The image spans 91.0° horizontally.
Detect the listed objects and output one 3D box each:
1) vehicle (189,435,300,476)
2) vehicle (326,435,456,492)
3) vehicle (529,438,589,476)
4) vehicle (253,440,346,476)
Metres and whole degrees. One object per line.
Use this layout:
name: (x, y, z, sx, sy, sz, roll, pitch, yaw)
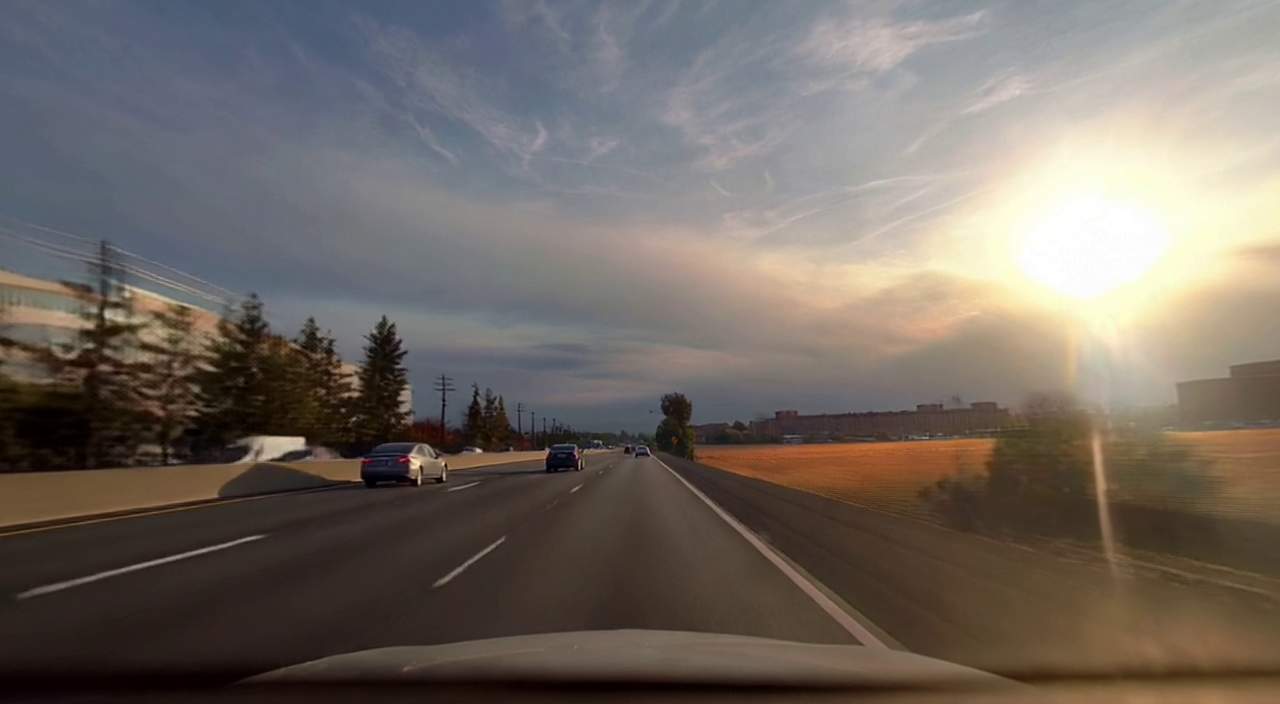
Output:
vehicle: (-23.127, 6.074, 37.259, 2.351, 2.215, 6.293, 0, -8, 1)
vehicle: (-7.483, 3.380, 19.538, 2.034, 1.523, 4.627, 0, -8, 1)
vehicle: (-3.700, 4.896, 29.610, 2.083, 1.588, 4.801, 0, -8, 1)
vehicle: (-15.927, 4.967, 29.790, 1.859, 1.526, 4.501, 0, -8, 0)
